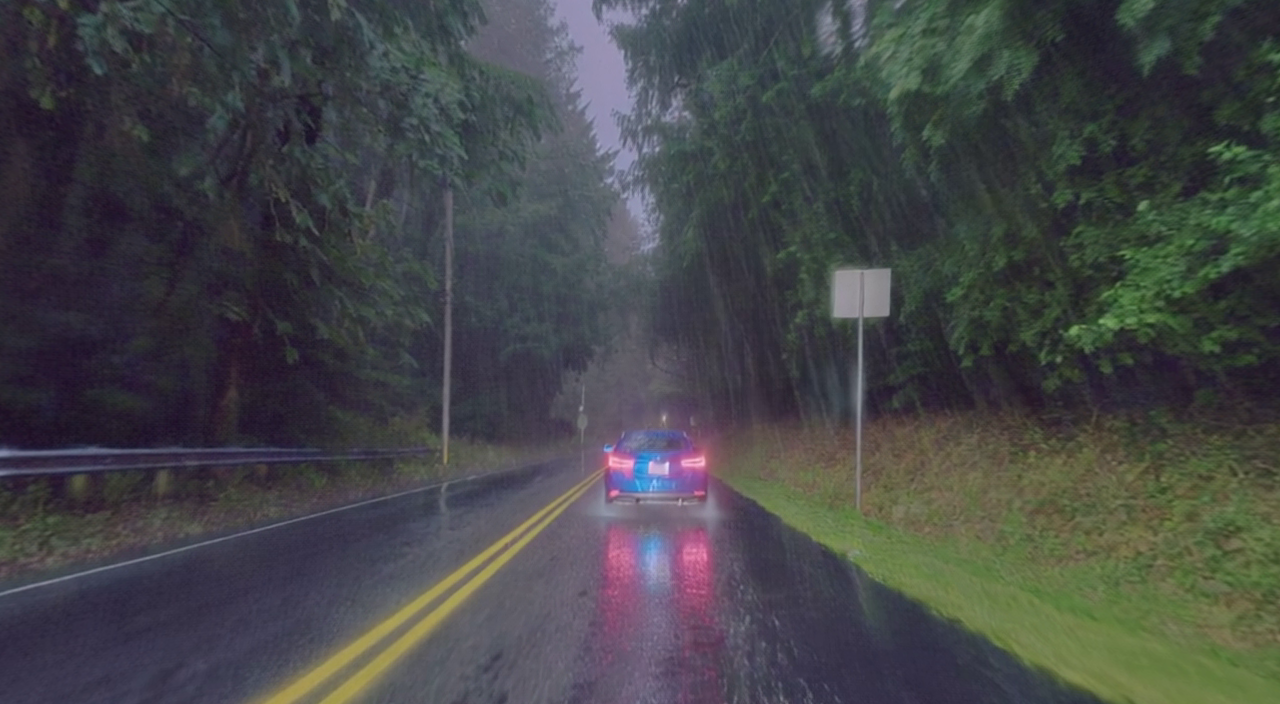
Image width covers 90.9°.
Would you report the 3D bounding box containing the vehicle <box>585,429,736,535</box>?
[{"bbox_3d":[0.311,2.168,11.071,2.187,1.533,3.726,0,-8,1],"label":"vehicle"}]
